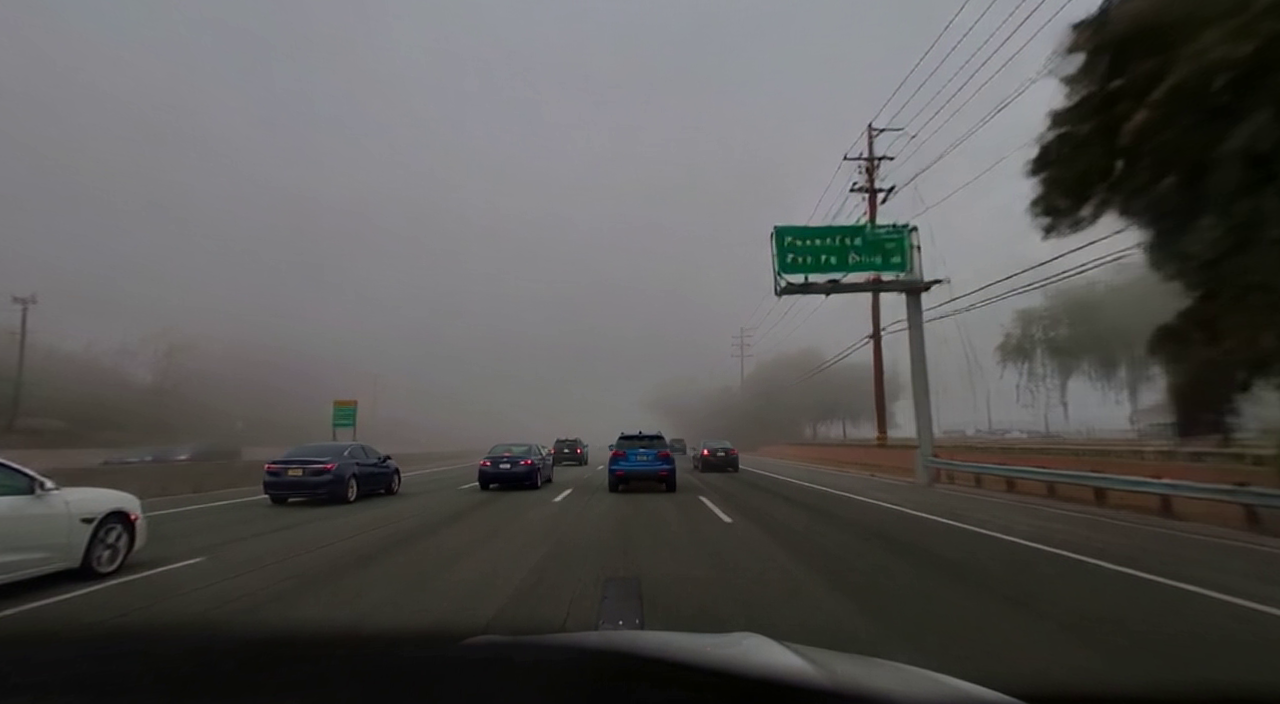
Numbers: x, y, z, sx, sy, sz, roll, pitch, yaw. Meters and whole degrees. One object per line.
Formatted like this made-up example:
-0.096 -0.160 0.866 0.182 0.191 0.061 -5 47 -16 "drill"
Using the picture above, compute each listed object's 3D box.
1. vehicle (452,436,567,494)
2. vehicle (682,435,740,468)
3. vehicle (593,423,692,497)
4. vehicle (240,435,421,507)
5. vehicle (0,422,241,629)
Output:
-3.531 3.161 18.146 2.203 1.425 4.610 0 -8 2 "vehicle"
3.320 4.748 30.321 2.197 1.464 4.356 0 -8 -1 "vehicle"
0.081 2.793 16.709 2.284 1.699 4.168 0 -8 0 "vehicle"
-7.131 2.768 15.277 1.959 1.435 4.719 0 -8 0 "vehicle"
-5.543 1.315 5.078 1.958 1.447 4.454 0 -8 -3 "vehicle"
